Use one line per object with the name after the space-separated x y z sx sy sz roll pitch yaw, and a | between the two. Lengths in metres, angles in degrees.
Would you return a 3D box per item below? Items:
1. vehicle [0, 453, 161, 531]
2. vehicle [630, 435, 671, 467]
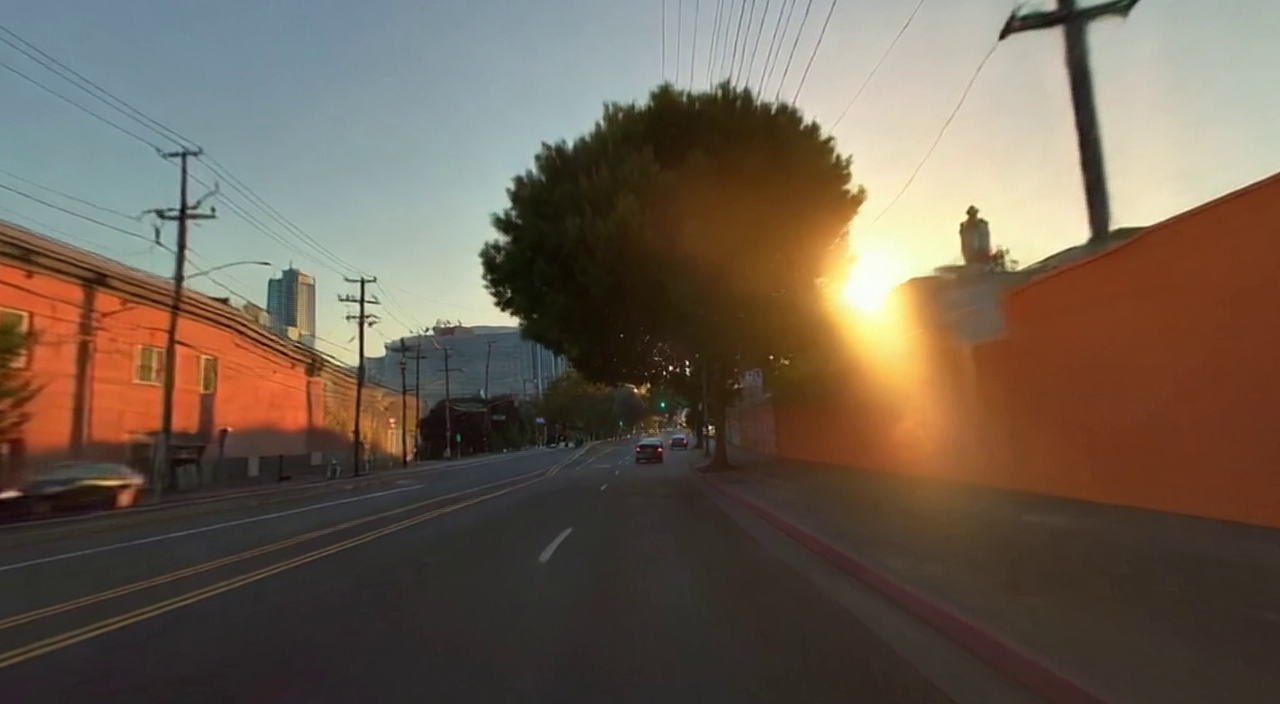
-15.860 3.762 17.335 1.952 1.698 4.493 -5 -8 1 | vehicle
0.616 5.309 34.109 2.105 1.611 3.750 0 -8 2 | vehicle
